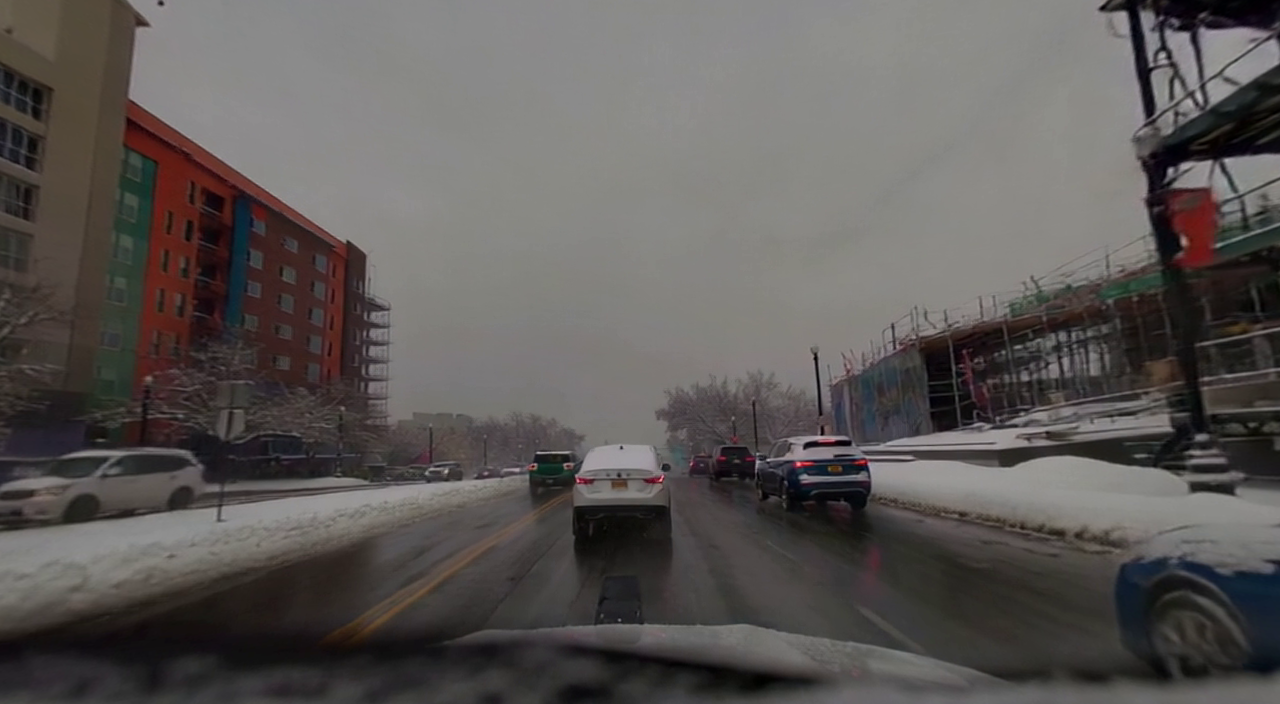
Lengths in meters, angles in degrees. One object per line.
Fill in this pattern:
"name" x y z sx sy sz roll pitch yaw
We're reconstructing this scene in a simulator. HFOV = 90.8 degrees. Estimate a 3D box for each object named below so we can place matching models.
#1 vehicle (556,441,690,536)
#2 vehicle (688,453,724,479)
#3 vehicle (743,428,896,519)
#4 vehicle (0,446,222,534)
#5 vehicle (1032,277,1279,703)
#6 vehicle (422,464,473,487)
"vehicle" -0.203 2.491 12.231 2.131 1.496 4.193 0 -8 2
"vehicle" 4.442 7.744 43.052 2.115 1.636 4.104 0 -8 2
"vehicle" 4.007 2.807 15.167 2.185 1.797 4.934 0 -8 0
"vehicle" -13.120 3.230 15.558 2.136 1.764 4.855 -1 -8 3
"vehicle" 3.561 0.517 1.251 2.182 1.954 5.341 0 -8 1
"vehicle" -14.572 9.330 48.058 2.078 1.496 4.769 -1 -8 4
